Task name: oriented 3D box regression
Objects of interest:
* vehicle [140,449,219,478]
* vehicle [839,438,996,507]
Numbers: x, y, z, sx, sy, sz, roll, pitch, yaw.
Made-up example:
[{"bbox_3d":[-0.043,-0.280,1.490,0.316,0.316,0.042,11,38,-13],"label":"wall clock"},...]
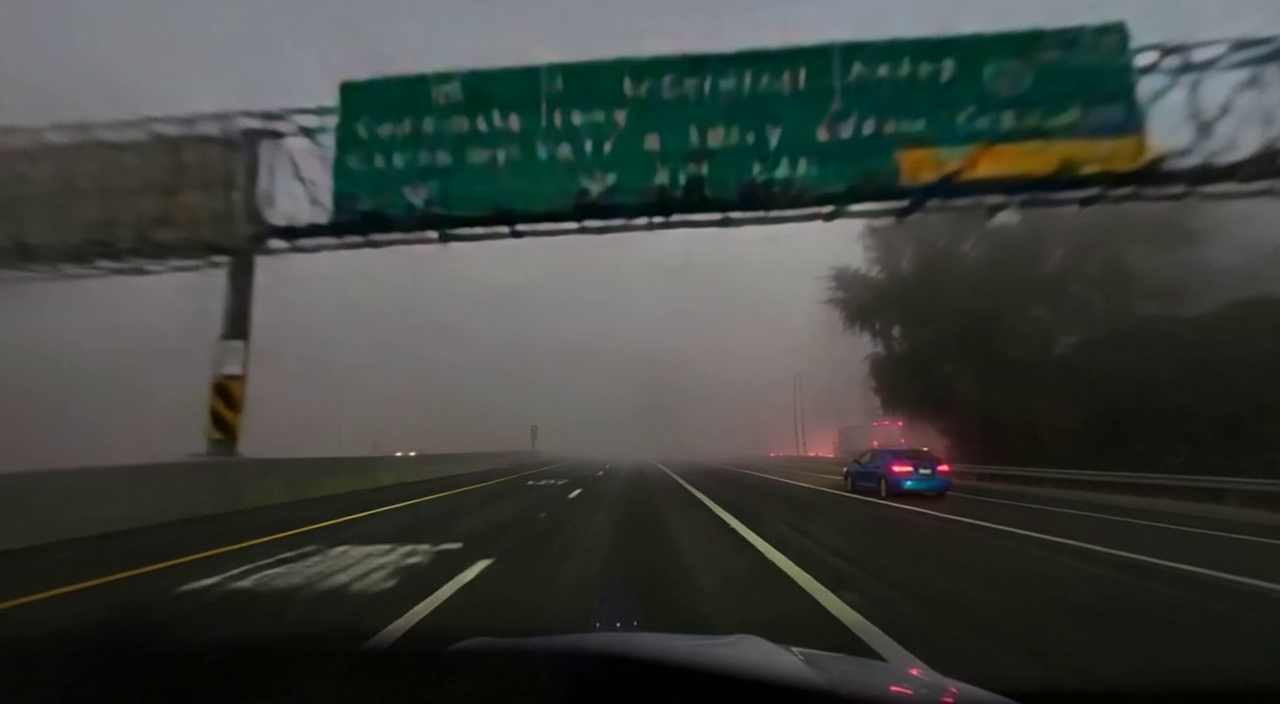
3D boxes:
[{"bbox_3d":[-26.480,6.387,36.454,1.706,1.468,3.746,0,-8,0],"label":"vehicle"},{"bbox_3d":[6.914,2.999,16.382,1.958,1.498,4.447,1,-8,-1],"label":"vehicle"}]
